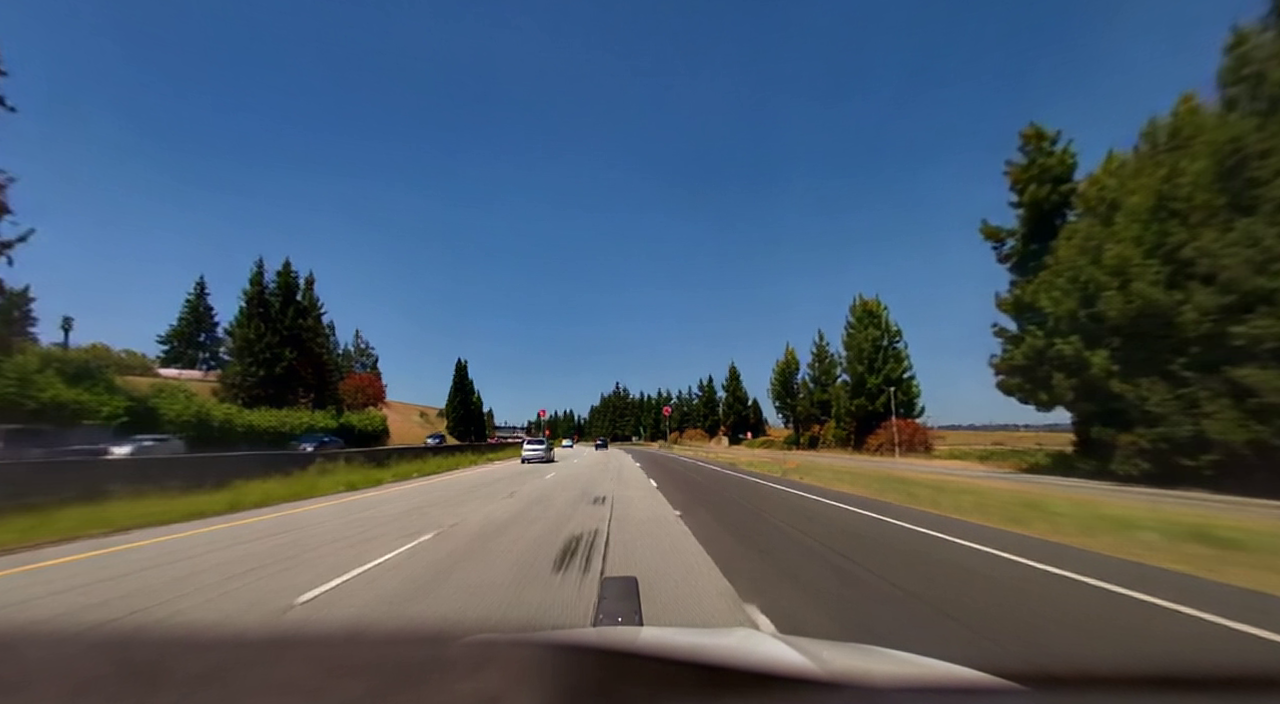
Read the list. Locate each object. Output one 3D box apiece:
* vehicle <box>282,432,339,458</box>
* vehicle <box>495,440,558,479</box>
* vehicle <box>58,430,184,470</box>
[{"bbox_3d":[-20.799,5.869,39.944,1.748,1.563,3.580,0,-8,-3],"label":"vehicle"},{"bbox_3d":[-4.325,4.134,24.618,1.874,1.369,3.875,0,-8,-2],"label":"vehicle"},{"bbox_3d":[-20.462,3.862,25.068,1.898,1.469,3.720,0,-8,-2],"label":"vehicle"}]
